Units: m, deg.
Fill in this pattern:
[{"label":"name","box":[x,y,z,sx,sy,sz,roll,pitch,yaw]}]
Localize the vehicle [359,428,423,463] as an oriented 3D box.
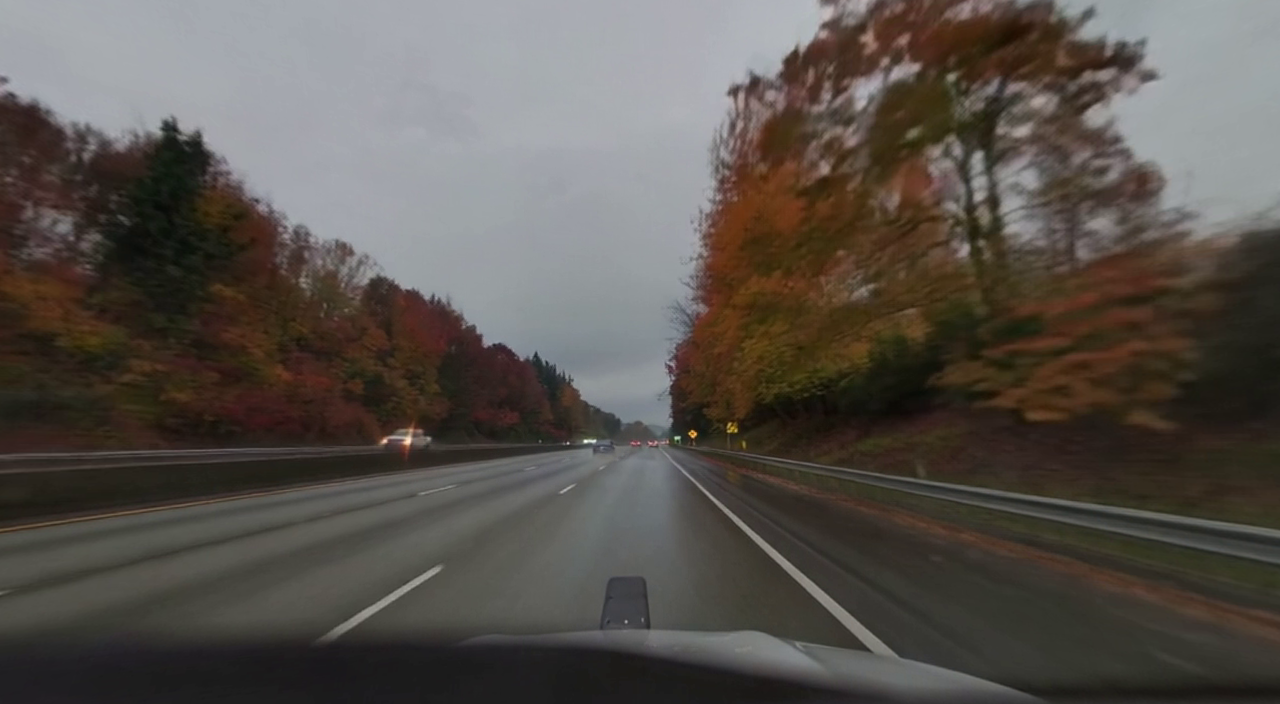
[{"label":"vehicle","box":[-18.530,6.995,47.212,2.280,2.481,5.795,0,-8,2]}]
